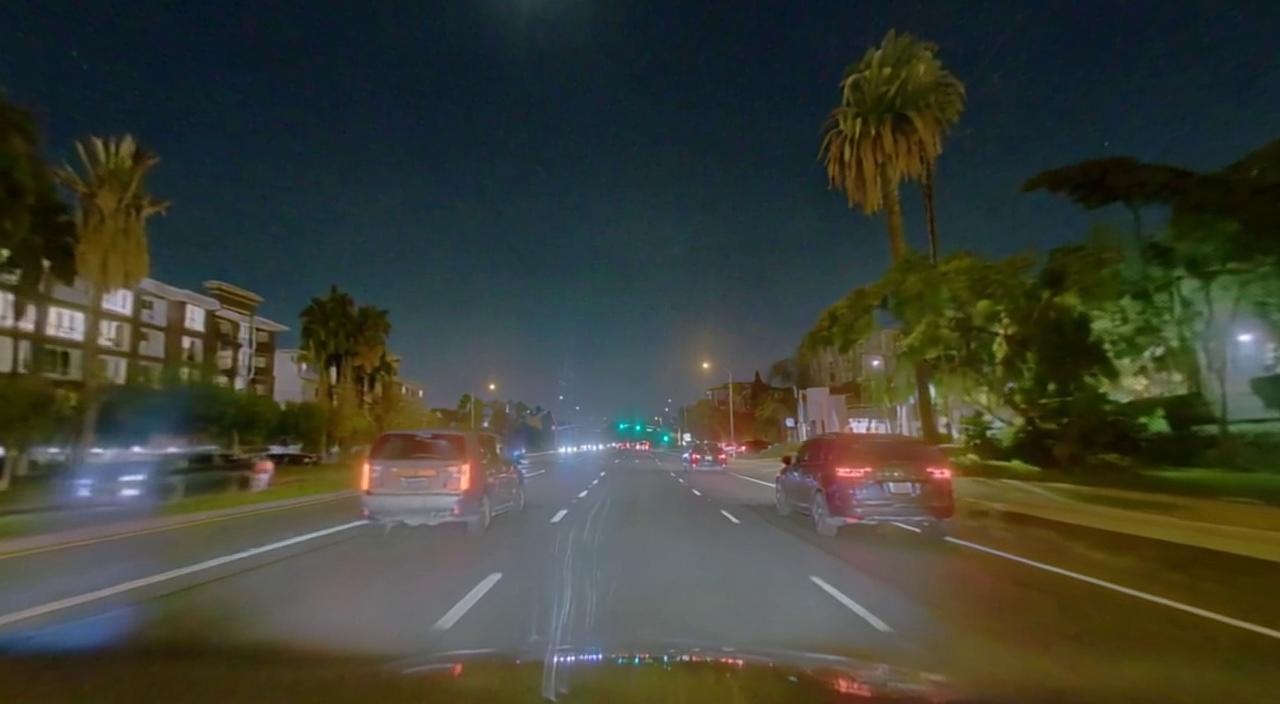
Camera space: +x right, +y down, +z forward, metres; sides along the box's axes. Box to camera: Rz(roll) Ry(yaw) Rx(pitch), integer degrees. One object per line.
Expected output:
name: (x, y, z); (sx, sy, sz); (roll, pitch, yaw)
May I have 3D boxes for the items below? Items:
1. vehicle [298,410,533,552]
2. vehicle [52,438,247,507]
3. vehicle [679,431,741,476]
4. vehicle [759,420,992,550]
vehicle: (-3.171, 1.936, 10.129); (2.084, 1.735, 4.528); (0, -8, 0)
vehicle: (-14.885, 3.646, 19.601); (2.101, 1.832, 4.893); (0, -8, 0)
vehicle: (3.189, 4.755, 29.635); (2.244, 1.901, 4.561); (1, -9, -2)
vehicle: (3.478, 2.047, 10.344); (2.084, 1.682, 4.148); (1, -9, -2)
